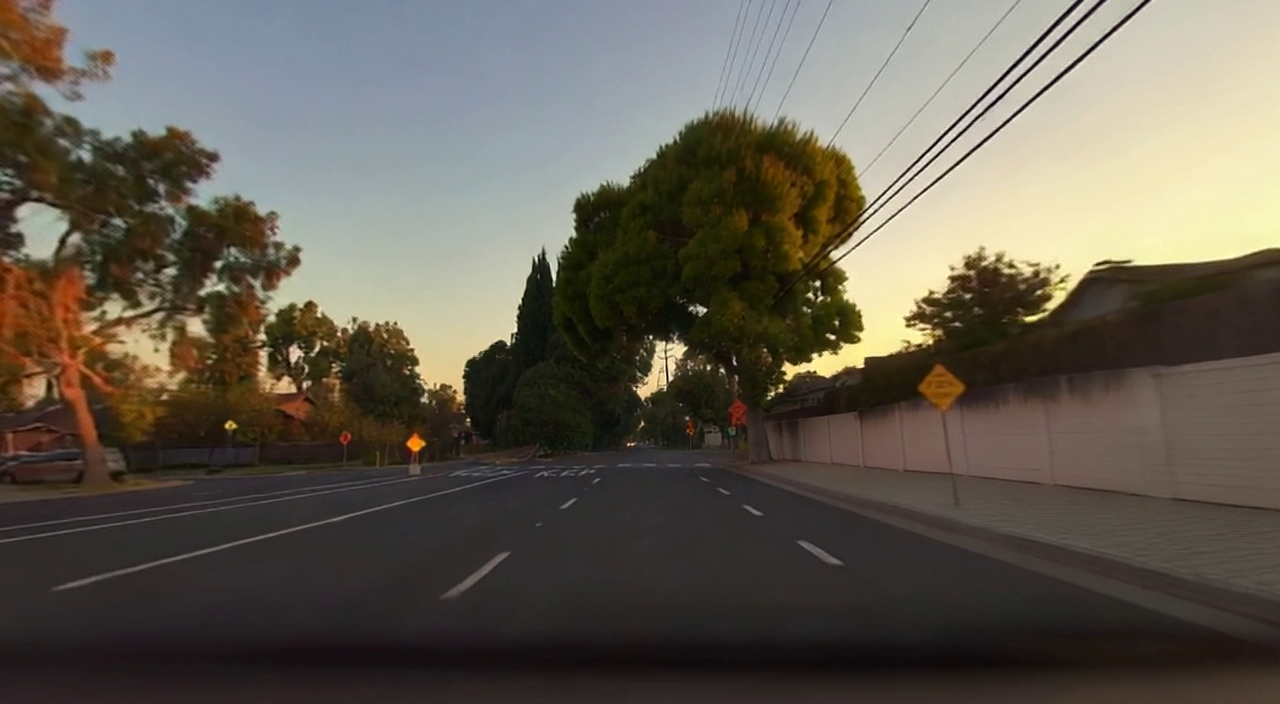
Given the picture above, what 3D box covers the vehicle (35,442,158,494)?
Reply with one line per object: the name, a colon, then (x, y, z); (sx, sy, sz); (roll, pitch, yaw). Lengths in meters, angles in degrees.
vehicle: (-23.143, 4.835, 26.822); (5.246, 1.961, 2.280); (-5, -9, 31)
